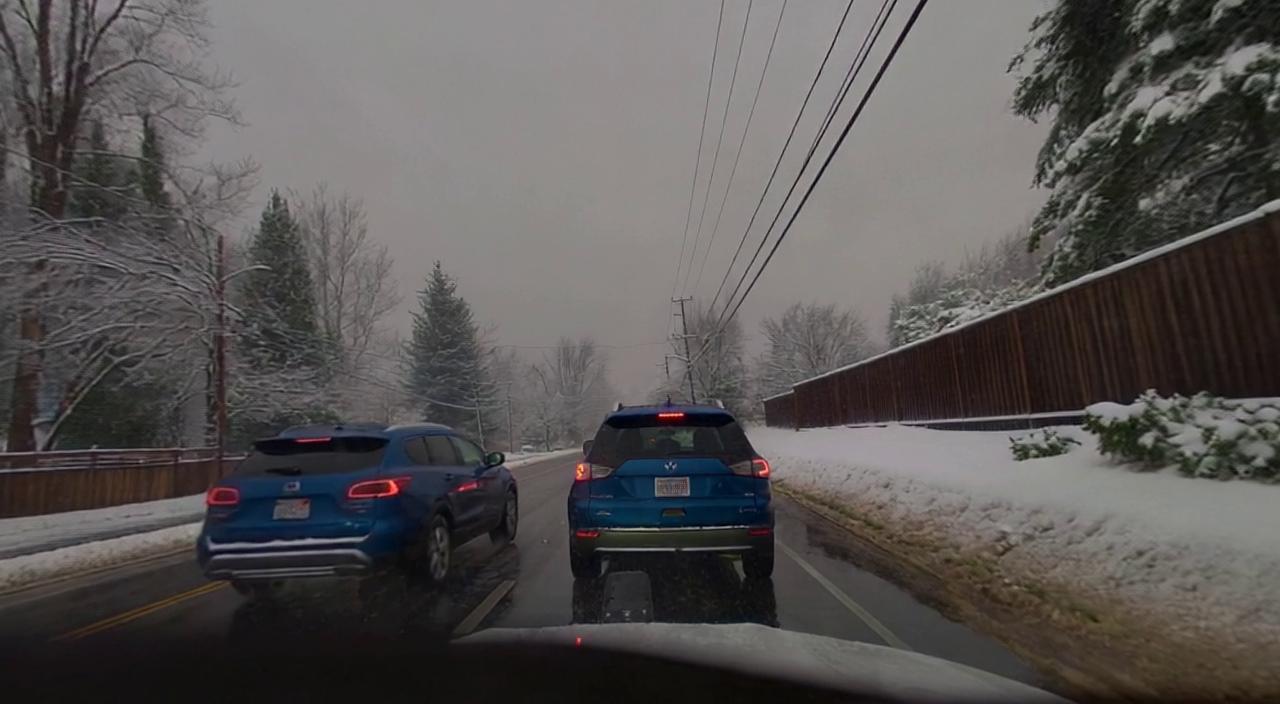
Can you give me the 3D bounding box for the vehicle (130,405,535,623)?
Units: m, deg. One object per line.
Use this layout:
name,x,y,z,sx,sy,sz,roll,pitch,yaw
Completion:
vehicle,-2.758,1.592,7.232,2.176,1.653,4.666,0,-9,2

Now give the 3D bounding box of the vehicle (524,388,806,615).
vehicle,0.187,1.464,7.025,2.174,1.749,4.113,0,-9,0
